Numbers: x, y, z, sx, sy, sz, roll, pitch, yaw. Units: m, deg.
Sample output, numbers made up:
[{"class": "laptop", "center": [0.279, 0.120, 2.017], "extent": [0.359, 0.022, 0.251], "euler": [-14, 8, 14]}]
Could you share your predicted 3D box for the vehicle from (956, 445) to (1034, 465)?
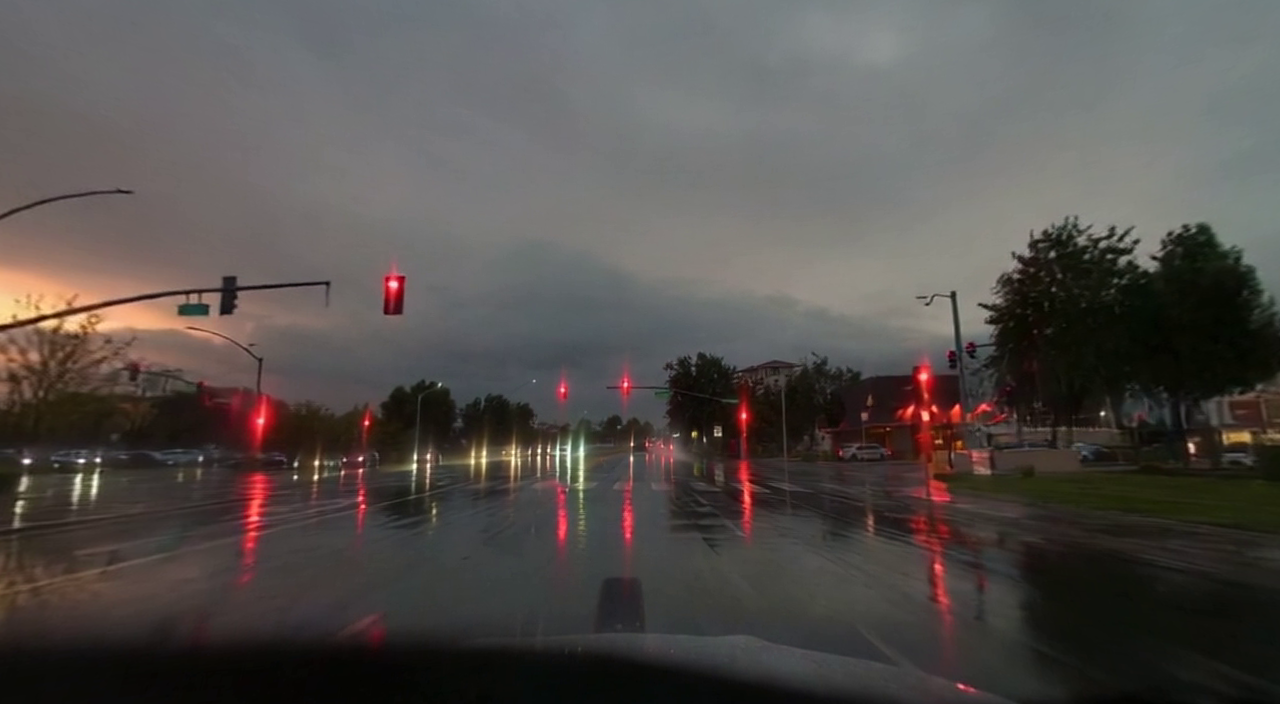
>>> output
[{"class": "vehicle", "center": [26.534, 7.696, 47.371], "extent": [4.634, 1.468, 1.981], "euler": [0, -9, 0]}]

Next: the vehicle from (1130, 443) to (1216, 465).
[{"class": "vehicle", "center": [39.875, 7.612, 47.339], "extent": [4.600, 1.609, 2.008], "euler": [0, -9, 0]}]

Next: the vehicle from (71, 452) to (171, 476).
[{"class": "vehicle", "center": [-33.354, 7.223, 40.695], "extent": [4.758, 1.462, 1.932], "euler": [0, -9, 2]}]

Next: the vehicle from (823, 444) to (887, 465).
[{"class": "vehicle", "center": [16.439, 7.838, 48.393], "extent": [4.301, 1.533, 1.848], "euler": [-1, -9, 8]}]
